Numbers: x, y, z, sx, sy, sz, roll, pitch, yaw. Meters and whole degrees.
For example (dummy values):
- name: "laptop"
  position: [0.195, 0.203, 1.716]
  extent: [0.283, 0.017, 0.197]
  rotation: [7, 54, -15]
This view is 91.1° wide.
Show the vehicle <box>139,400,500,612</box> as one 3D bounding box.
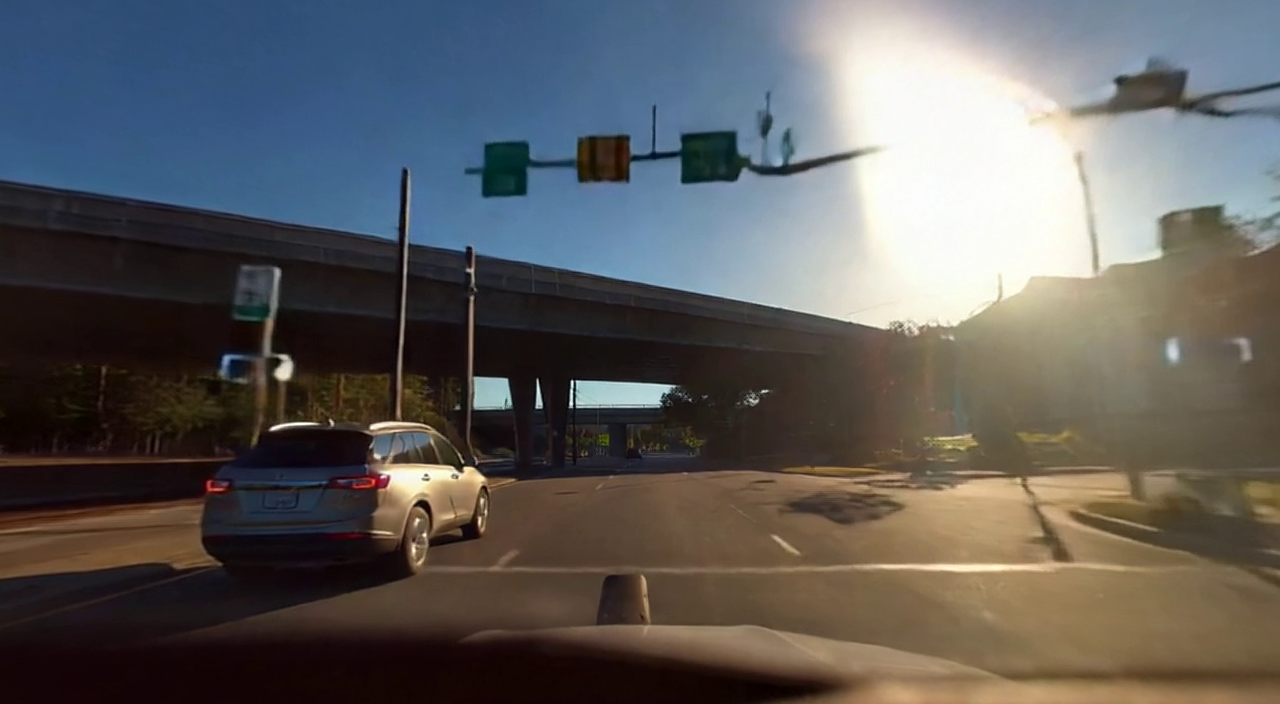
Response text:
- name: "vehicle"
  position: [-3.097, 1.574, 7.342]
  extent: [1.882, 1.704, 4.335]
  rotation: [0, -8, 1]
